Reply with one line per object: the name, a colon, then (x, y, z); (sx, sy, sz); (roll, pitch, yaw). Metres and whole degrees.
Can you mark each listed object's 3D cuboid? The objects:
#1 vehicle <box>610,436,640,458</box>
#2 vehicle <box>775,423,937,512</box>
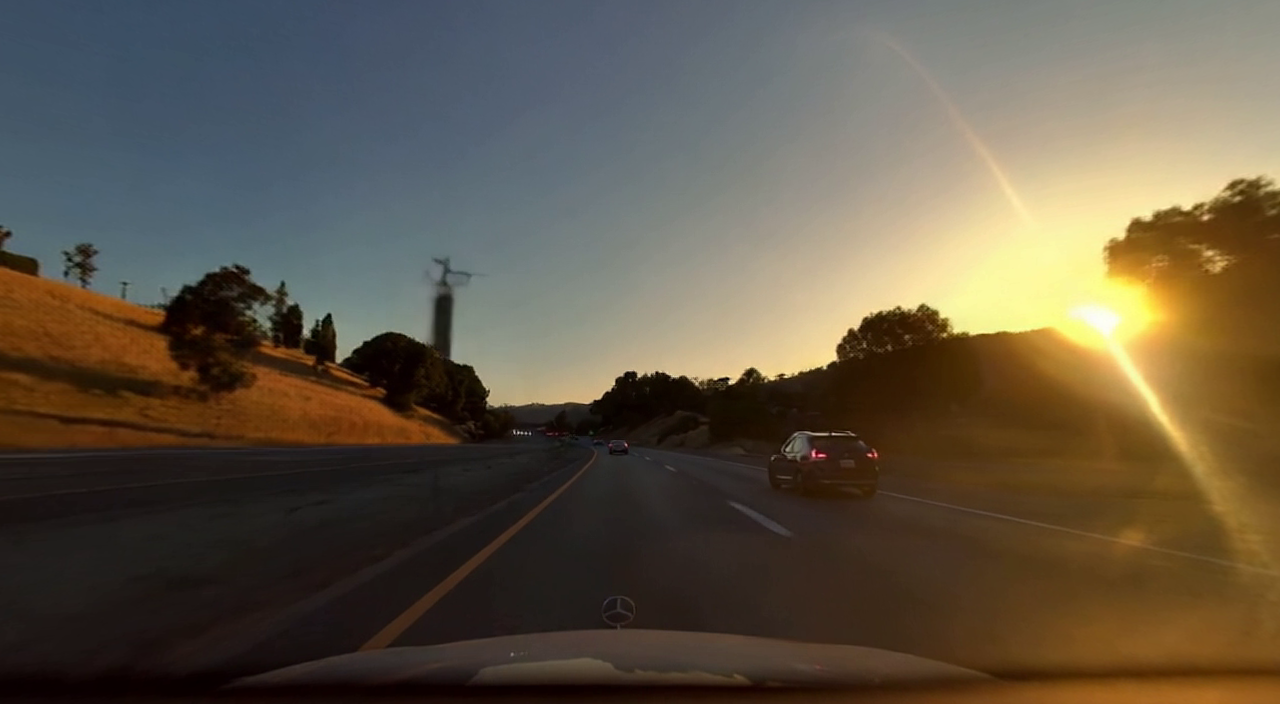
vehicle: (-1.107, 6.707, 44.648); (1.998, 1.512, 3.735); (0, -8, -2)
vehicle: (4.110, 2.236, 12.652); (1.852, 1.513, 3.652); (0, -8, -2)
